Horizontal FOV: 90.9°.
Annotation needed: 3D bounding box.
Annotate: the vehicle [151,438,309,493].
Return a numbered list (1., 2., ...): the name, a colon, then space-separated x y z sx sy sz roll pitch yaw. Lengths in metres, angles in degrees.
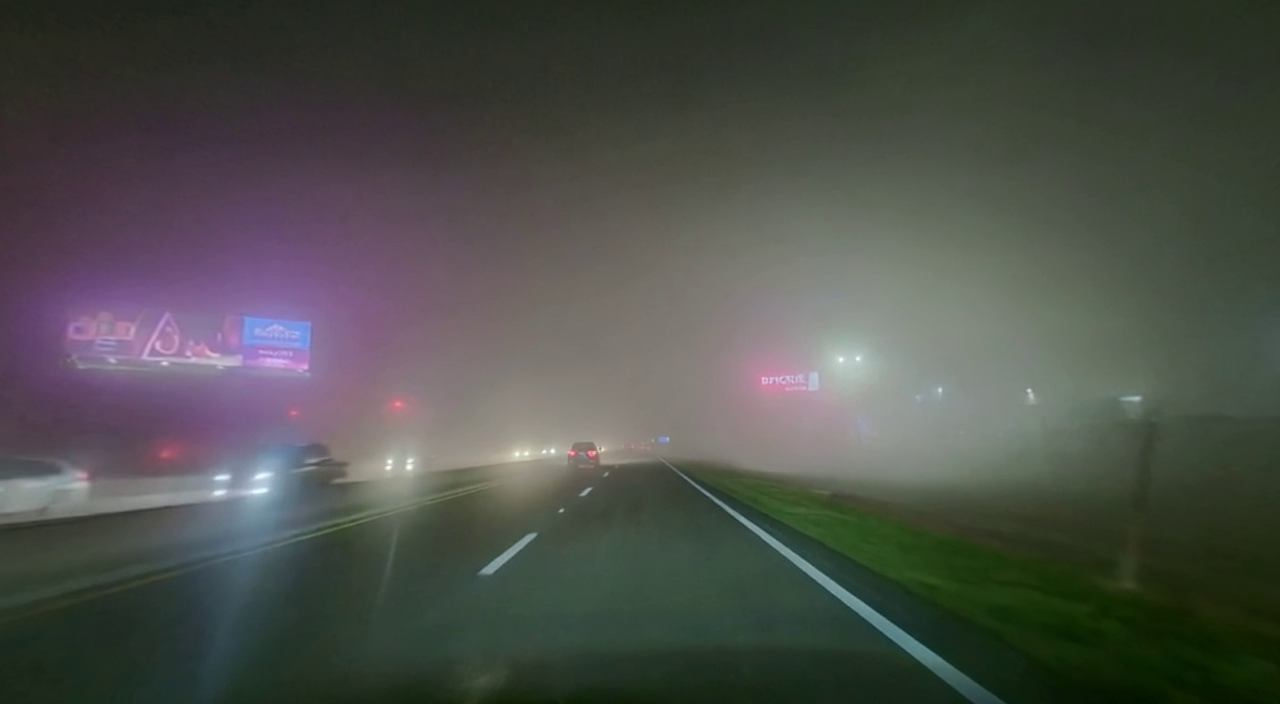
1. vehicle: -13.989 3.878 22.010 2.210 1.666 4.858 -1 -8 1

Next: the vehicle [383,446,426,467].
1. vehicle: -17.012 7.539 45.660 1.629 1.476 3.605 -1 -8 1

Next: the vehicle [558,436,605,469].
1. vehicle: -3.356 5.876 37.051 2.159 1.793 5.027 -1 -8 1
